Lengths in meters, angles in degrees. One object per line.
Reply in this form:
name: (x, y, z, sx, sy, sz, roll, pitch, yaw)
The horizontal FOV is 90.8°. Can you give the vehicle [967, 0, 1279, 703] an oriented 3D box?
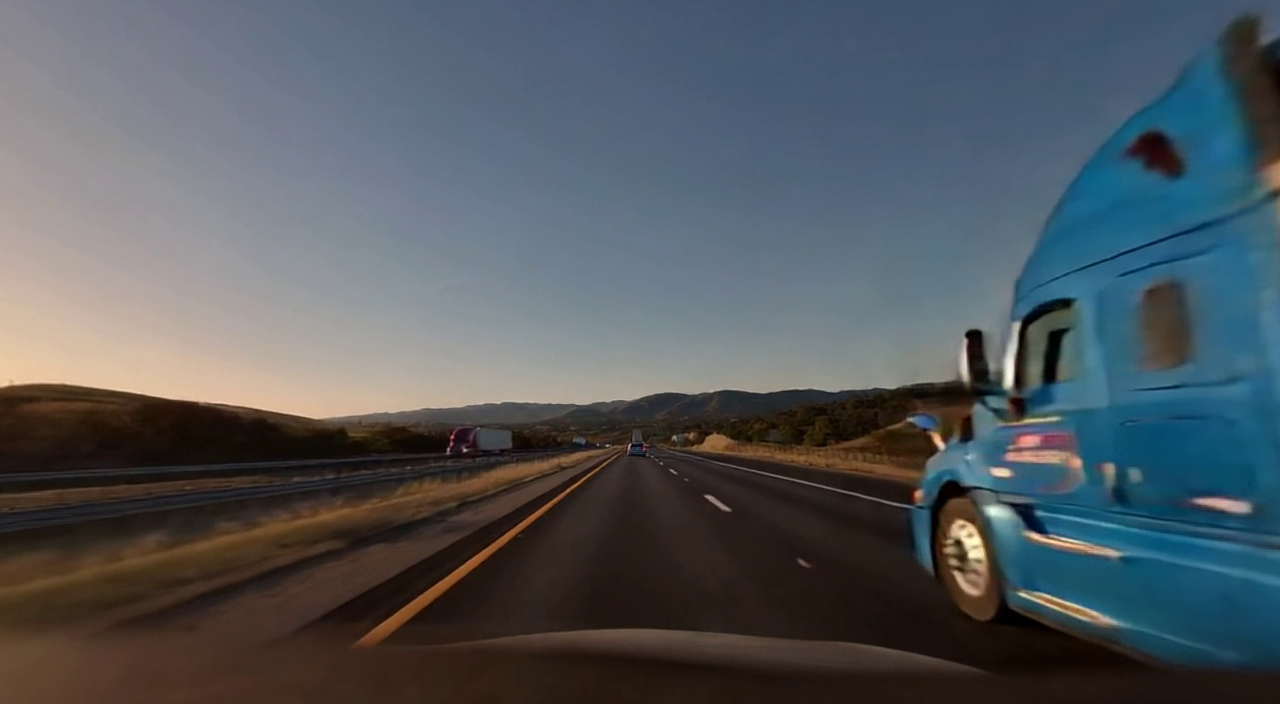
vehicle: (4.122, -0.308, 1.795, 3.568, 3.906, 4.895, 0, -8, 0)
